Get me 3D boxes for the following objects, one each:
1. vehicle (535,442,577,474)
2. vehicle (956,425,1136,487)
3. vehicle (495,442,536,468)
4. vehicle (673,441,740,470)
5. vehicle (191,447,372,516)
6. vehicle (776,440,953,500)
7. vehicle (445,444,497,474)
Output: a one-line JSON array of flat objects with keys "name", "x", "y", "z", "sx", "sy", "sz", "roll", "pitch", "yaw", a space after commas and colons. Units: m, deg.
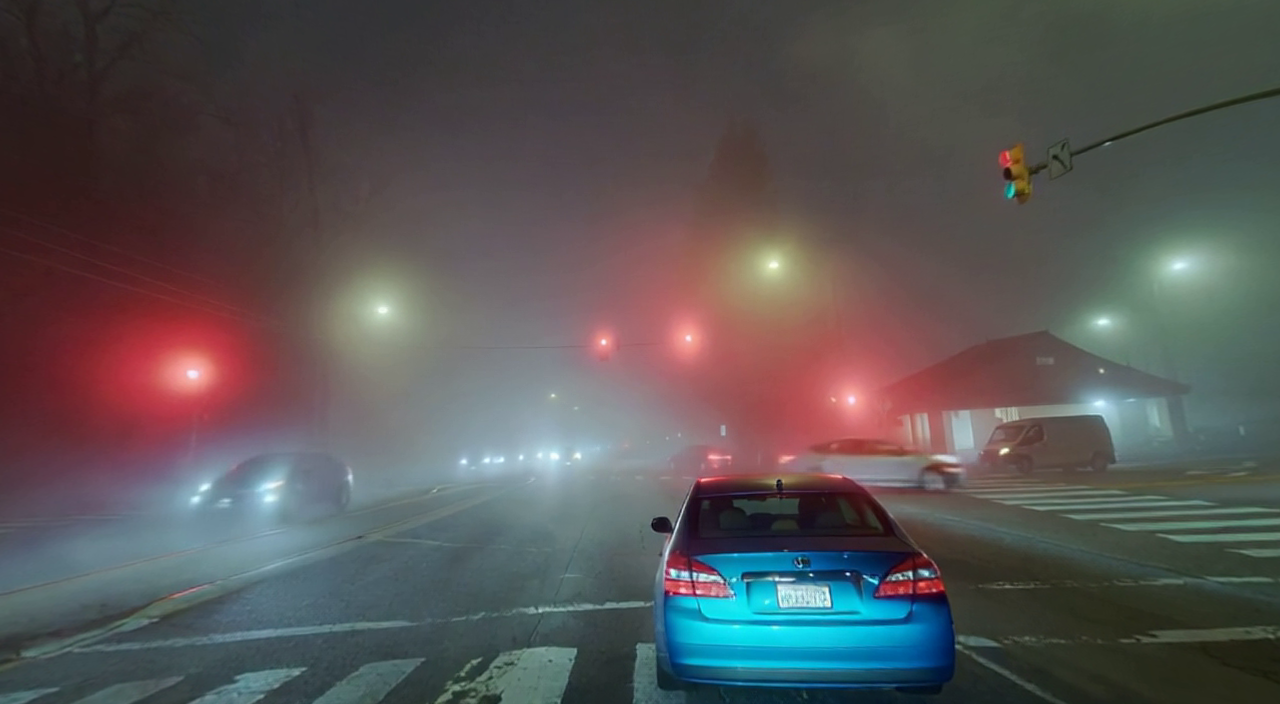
[{"name": "vehicle", "x": -4.228, "y": 5.268, "z": 31.584, "sx": 1.935, "sy": 1.464, "sz": 4.562, "roll": 1, "pitch": -9, "yaw": -8}, {"name": "vehicle", "x": 14.823, "y": 3.778, "z": 23.117, "sx": 5.910, "sy": 2.046, "sz": 2.228, "roll": 3, "pitch": -9, "yaw": -20}, {"name": "vehicle", "x": -8.679, "y": 7.199, "z": 44.401, "sx": 2.087, "sy": 1.718, "sz": 4.700, "roll": 0, "pitch": -9, "yaw": -2}, {"name": "vehicle", "x": 3.746, "y": 6.005, "z": 36.629, "sx": 1.919, "sy": 1.453, "sz": 4.828, "roll": 1, "pitch": -9, "yaw": -19}, {"name": "vehicle", "x": -8.778, "y": 3.165, "z": 16.023, "sx": 2.024, "sy": 1.460, "sz": 4.381, "roll": 0, "pitch": -9, "yaw": 0}, {"name": "vehicle", "x": 5.983, "y": 3.105, "z": 16.908, "sx": 4.228, "sy": 1.416, "sz": 1.846, "roll": -4, "pitch": -10, "yaw": 26}, {"name": "vehicle", "x": -8.840, "y": 5.615, "z": 33.309, "sx": 1.779, "sy": 1.460, "sz": 4.463, "roll": 0, "pitch": -9, "yaw": -4}]
